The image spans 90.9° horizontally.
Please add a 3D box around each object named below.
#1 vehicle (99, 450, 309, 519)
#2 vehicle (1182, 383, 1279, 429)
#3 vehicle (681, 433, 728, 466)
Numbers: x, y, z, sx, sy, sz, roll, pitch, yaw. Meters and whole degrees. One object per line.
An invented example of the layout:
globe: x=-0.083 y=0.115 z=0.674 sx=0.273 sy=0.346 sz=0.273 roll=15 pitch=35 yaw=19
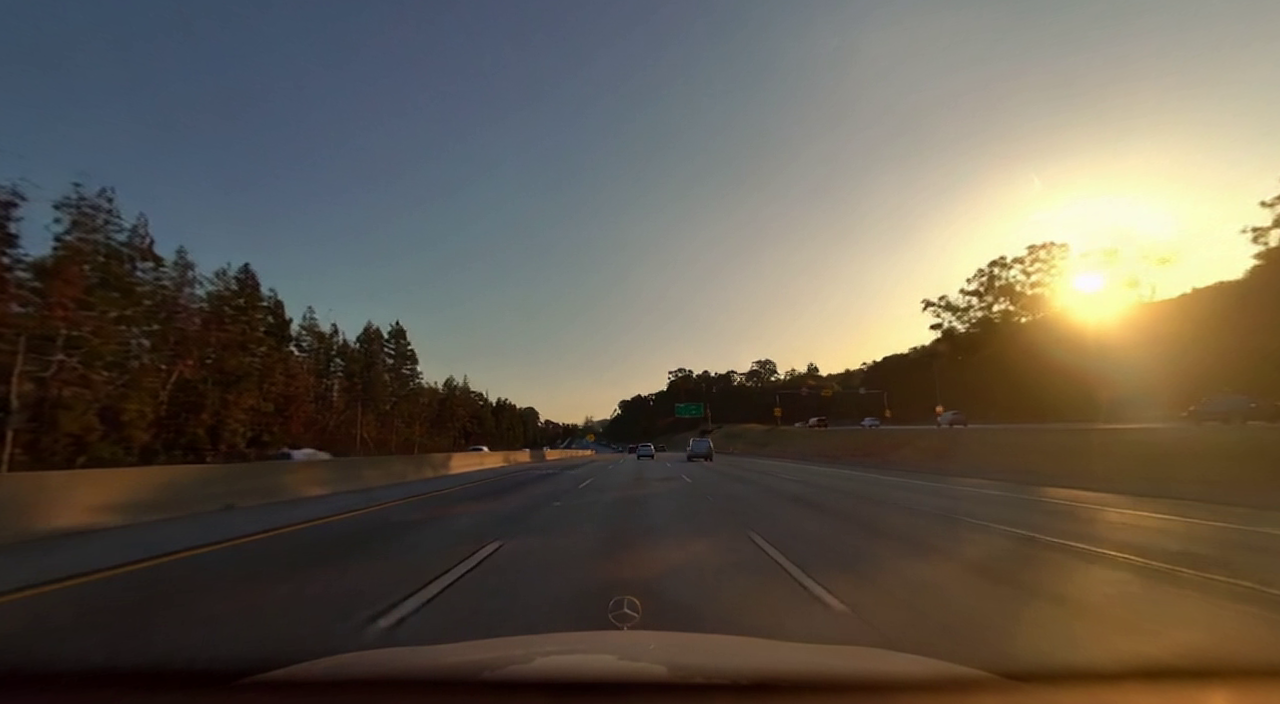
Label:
vehicle: x=-10.937 y=3.316 z=16.415 sx=1.954 sy=1.477 sz=4.834 roll=0 pitch=-8 yaw=1
vehicle: x=23.150 y=2.072 z=23.618 sx=1.872 sy=1.459 sz=4.502 roll=-1 pitch=-8 yaw=4
vehicle: x=4.202 y=6.482 z=42.133 sx=2.505 sy=2.020 sz=5.532 roll=0 pitch=-8 yaw=-1
